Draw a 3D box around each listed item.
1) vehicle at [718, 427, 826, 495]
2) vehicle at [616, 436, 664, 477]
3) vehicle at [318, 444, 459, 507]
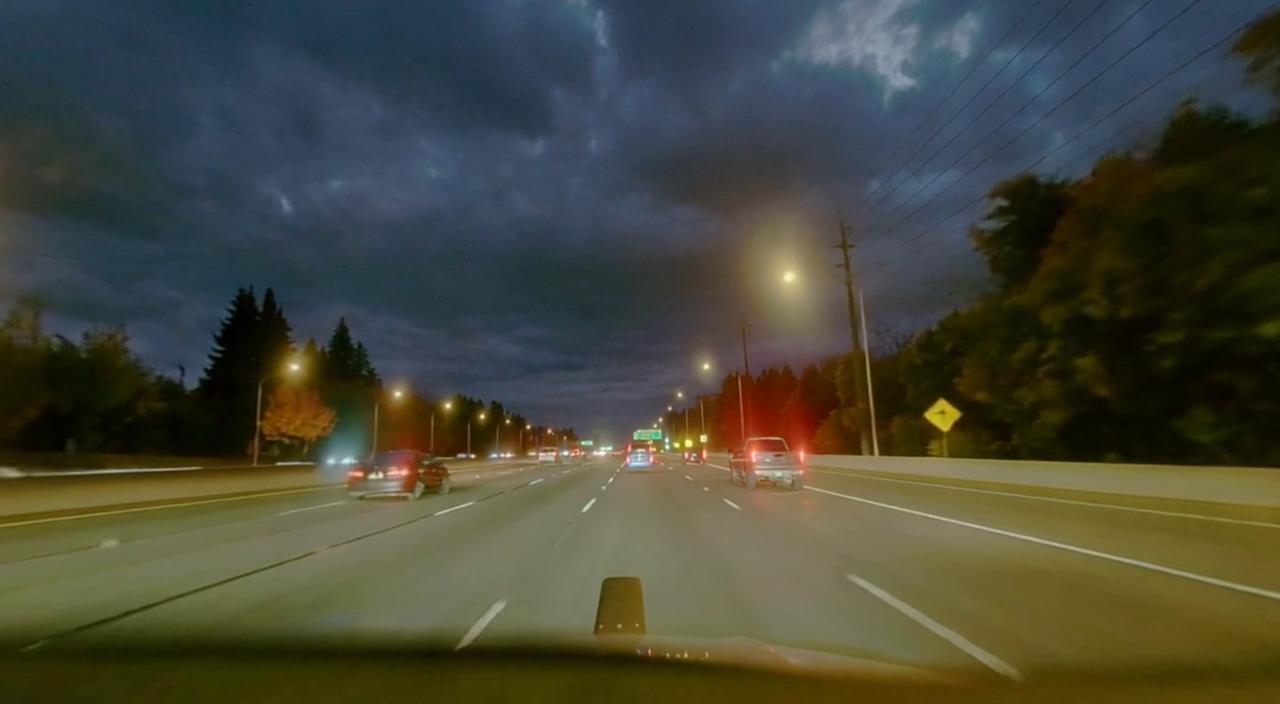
[{"bbox_3d":[4.262,3.660,21.474,2.388,1.998,5.749,0,-9,0],"label":"vehicle"},{"bbox_3d":[0.030,5.512,33.333,2.372,1.957,5.121,0,-9,1],"label":"vehicle"},{"bbox_3d":[-6.837,3.376,17.749,2.014,1.526,4.577,0,-9,1],"label":"vehicle"}]
